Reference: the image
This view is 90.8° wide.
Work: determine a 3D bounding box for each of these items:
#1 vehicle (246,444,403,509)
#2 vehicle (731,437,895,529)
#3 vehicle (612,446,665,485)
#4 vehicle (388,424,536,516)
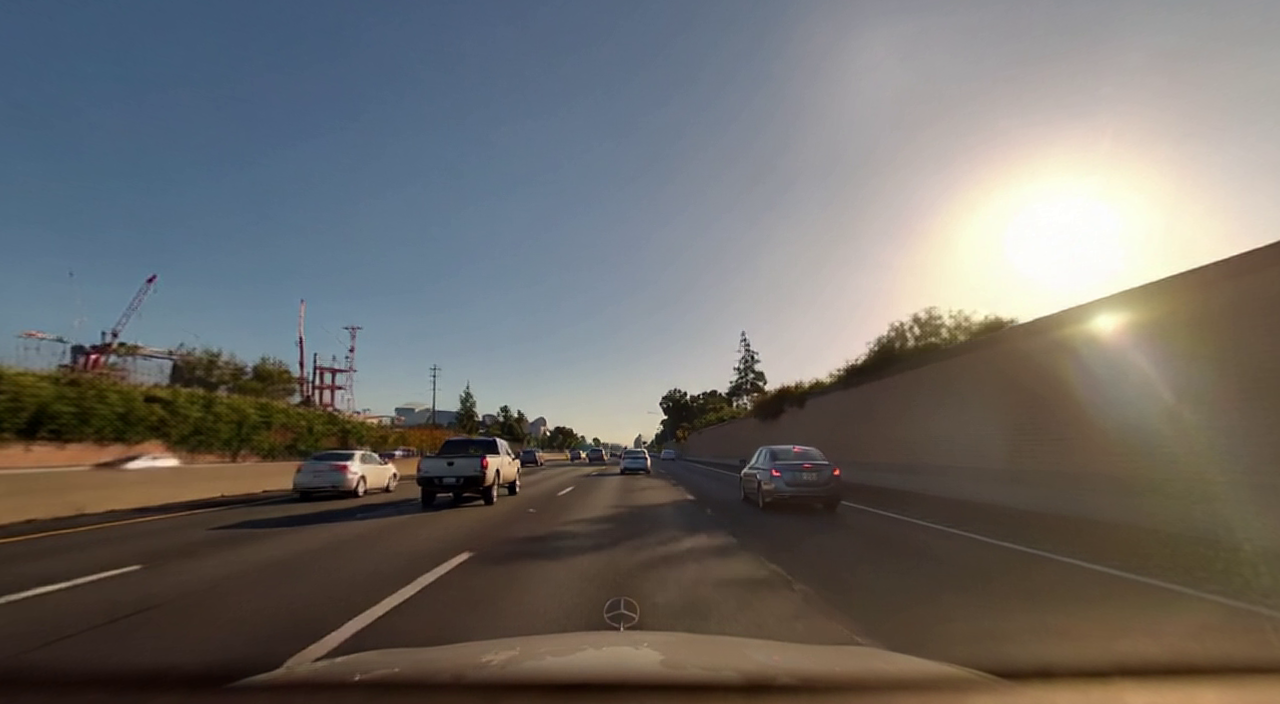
[{"bbox_3d":[-8.099,3.199,16.778,1.908,1.476,4.342,0,-9,0],"label":"vehicle"},{"bbox_3d":[3.223,2.527,12.845,1.917,1.507,4.540,0,-9,-2],"label":"vehicle"},{"bbox_3d":[-0.082,4.666,26.325,2.045,1.452,4.040,0,-9,-1],"label":"vehicle"},{"bbox_3d":[-3.852,2.644,14.629,2.121,1.775,4.335,0,-9,0],"label":"vehicle"}]
